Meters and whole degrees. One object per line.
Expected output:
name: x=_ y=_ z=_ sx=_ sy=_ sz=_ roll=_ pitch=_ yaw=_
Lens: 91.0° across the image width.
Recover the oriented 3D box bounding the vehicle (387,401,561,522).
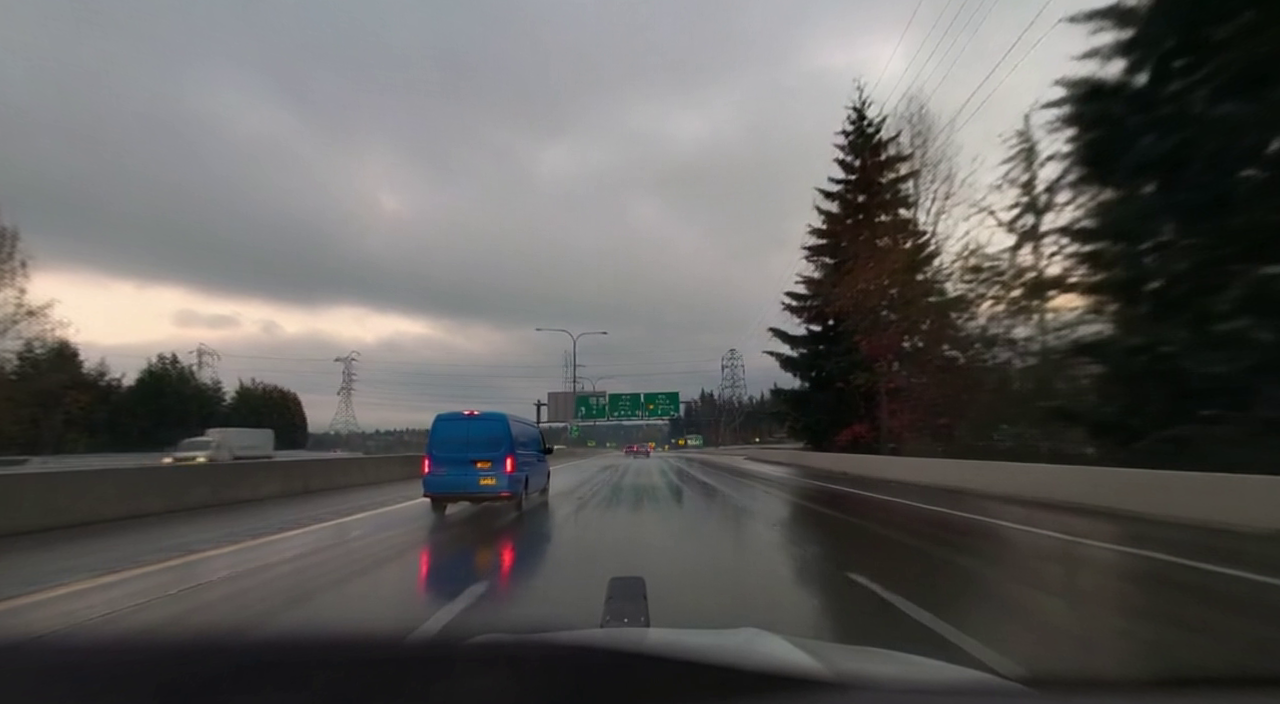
vehicle: x=-3.081 y=2.176 z=12.947 sx=2.281 sy=2.025 sz=4.586 roll=0 pitch=-8 yaw=0
